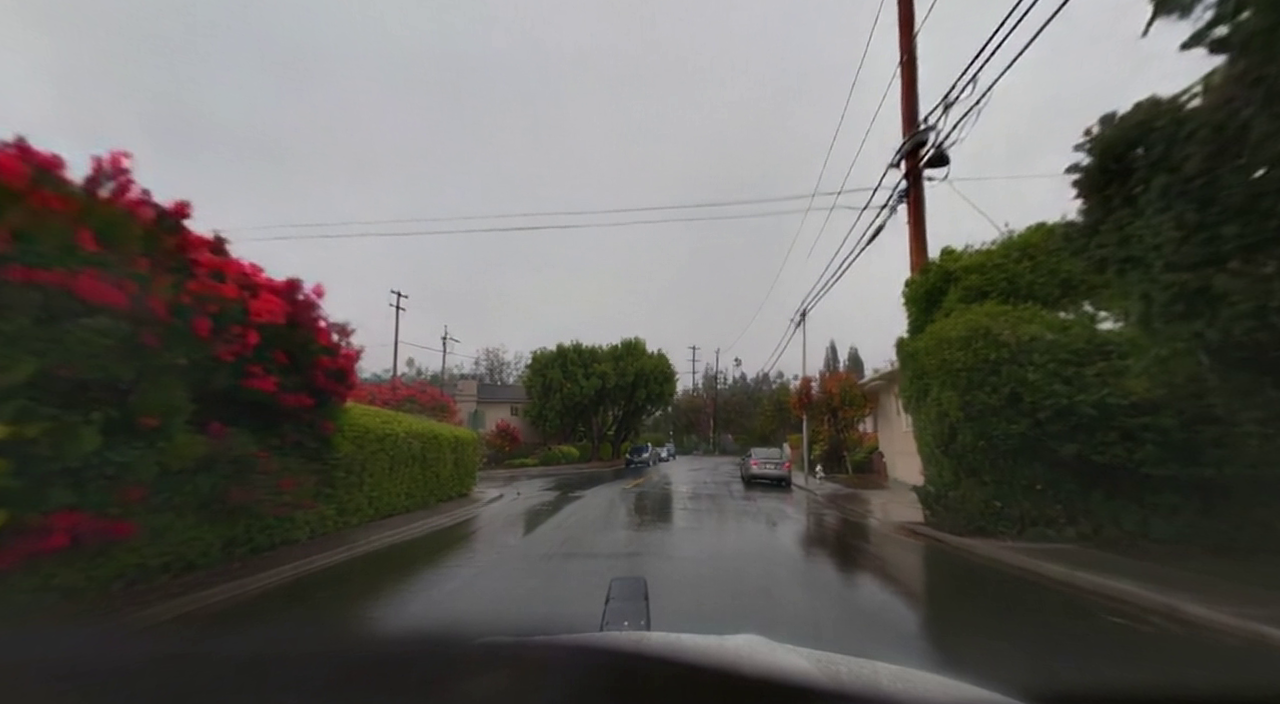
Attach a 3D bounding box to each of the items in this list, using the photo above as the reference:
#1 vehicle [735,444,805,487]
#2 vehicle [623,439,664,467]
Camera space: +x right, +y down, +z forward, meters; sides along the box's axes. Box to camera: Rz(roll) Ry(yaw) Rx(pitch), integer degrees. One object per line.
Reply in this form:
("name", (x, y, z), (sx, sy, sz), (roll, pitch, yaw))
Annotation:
("vehicle", (4.991, 4.418, 24.898), (2.151, 1.468, 5.066), (-1, -9, 5))
("vehicle", (0.350, 7.673, 47.860), (2.463, 1.951, 5.794), (-2, -9, 6))
